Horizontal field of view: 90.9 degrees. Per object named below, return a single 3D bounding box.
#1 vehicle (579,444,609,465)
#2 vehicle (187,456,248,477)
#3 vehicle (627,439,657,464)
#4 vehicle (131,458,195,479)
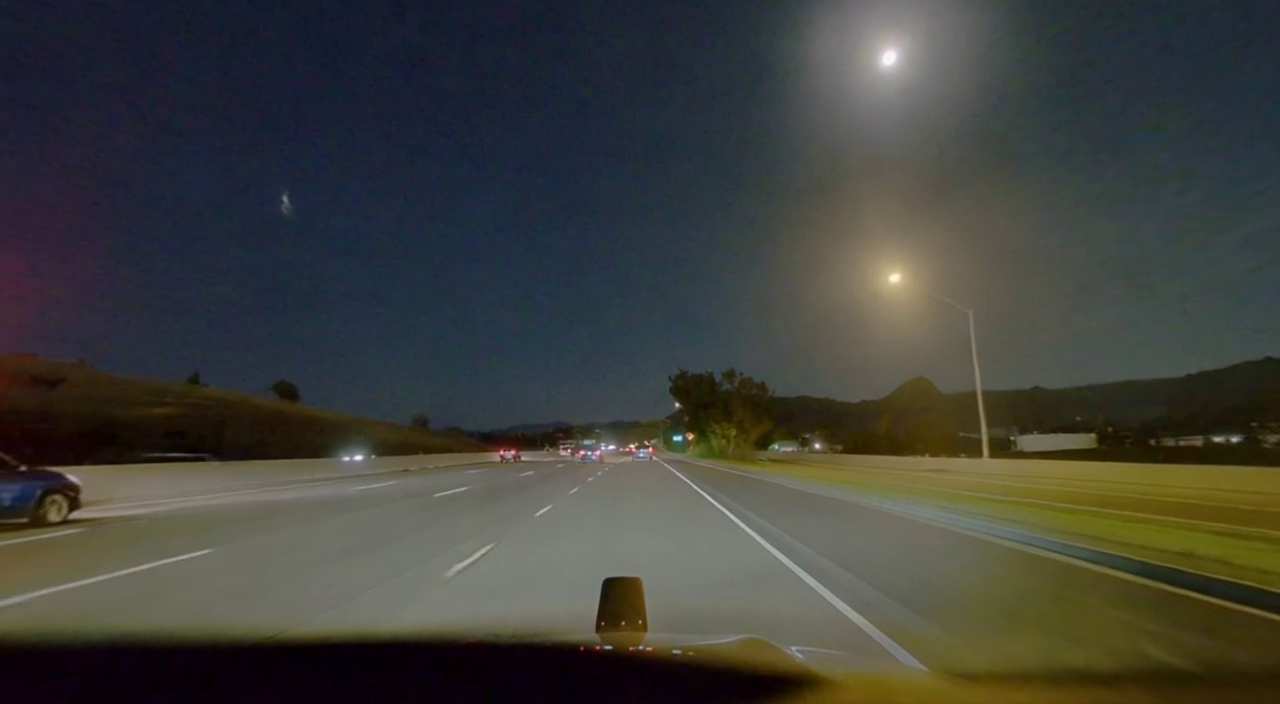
[{"bbox_3d":[-3.480,7.828,48.444,1.967,1.517,4.808,0,-9,0],"label":"vehicle"},{"bbox_3d":[-32.064,8.696,48.029,1.767,1.419,4.079,0,-9,0],"label":"vehicle"},{"bbox_3d":[0.124,7.518,47.712,2.194,1.737,4.127,0,-9,-1],"label":"vehicle"},{"bbox_3d":[-35.809,8.738,47.435,1.772,1.445,3.772,0,-9,1],"label":"vehicle"}]
